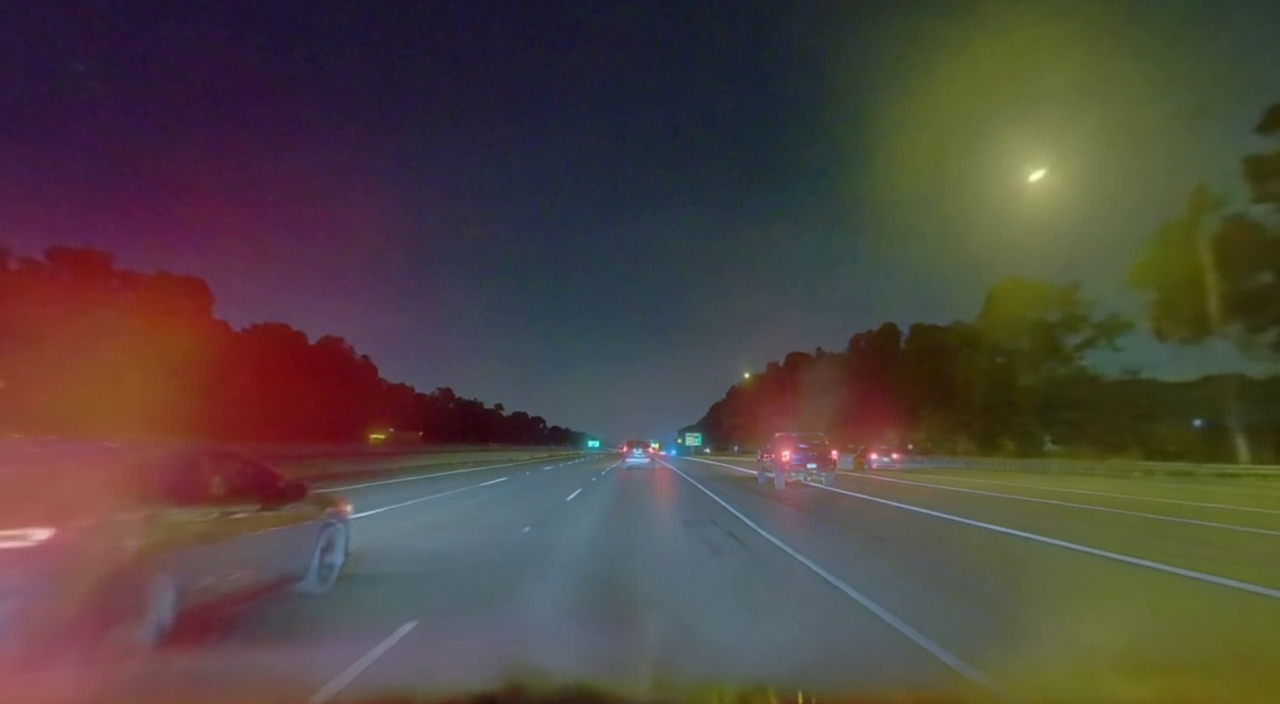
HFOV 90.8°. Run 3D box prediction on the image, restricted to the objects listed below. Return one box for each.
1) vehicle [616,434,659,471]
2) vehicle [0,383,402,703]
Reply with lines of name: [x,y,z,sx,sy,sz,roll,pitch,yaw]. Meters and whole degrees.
vehicle: [-0.137,5.682,35.943,2.269,1.924,4.596,0,-8,0]
vehicle: [-3.440,1.118,3.751,2.140,1.574,4.946,0,-8,0]
